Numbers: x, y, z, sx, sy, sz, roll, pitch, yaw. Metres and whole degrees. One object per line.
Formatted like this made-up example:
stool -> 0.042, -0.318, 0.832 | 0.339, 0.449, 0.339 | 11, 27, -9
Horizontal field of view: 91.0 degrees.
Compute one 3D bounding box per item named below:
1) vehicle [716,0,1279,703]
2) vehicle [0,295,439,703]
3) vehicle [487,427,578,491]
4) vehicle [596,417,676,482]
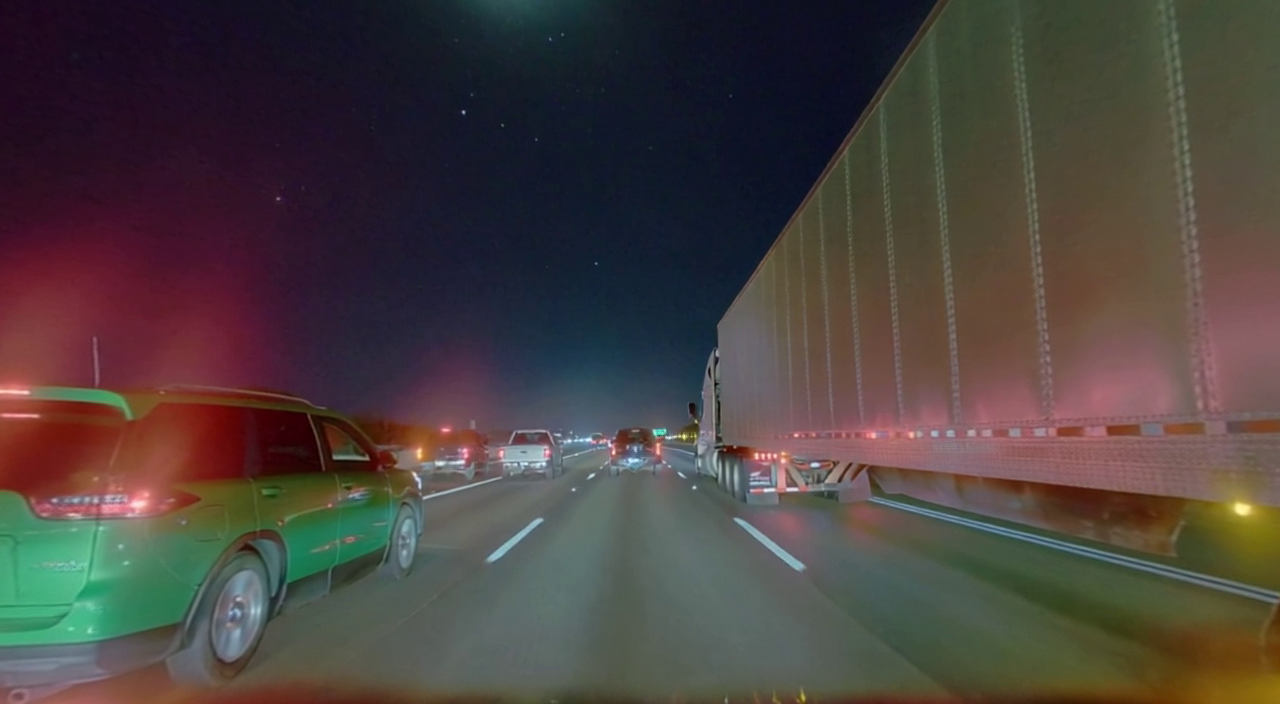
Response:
vehicle -> 3.552, 0.417, 8.334 | 2.852, 4.121, 16.210 | 0, -8, -1
vehicle -> -3.266, 1.035, 4.236 | 2.193, 1.803, 4.958 | 0, -8, 0
vehicle -> -3.350, 3.453, 20.651 | 2.120, 1.812, 4.659 | 0, -8, 1
vehicle -> -0.167, 3.767, 24.476 | 2.704, 2.216, 5.804 | 0, -8, 0
